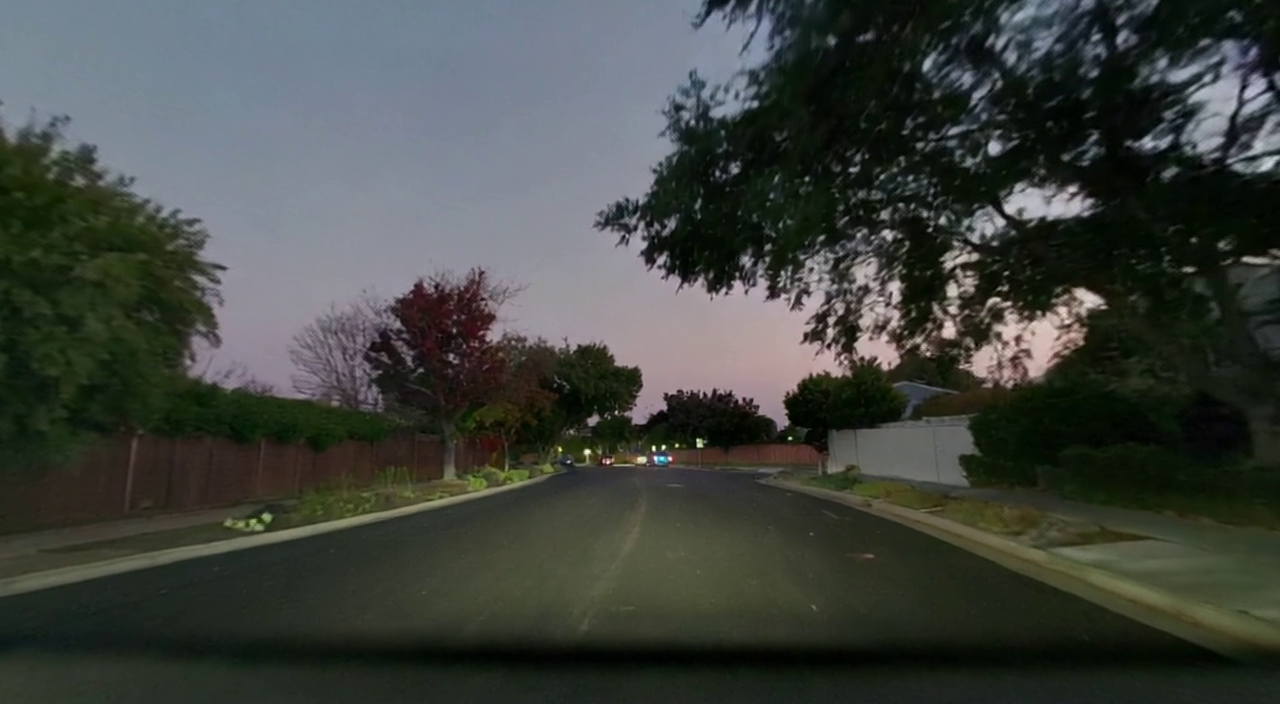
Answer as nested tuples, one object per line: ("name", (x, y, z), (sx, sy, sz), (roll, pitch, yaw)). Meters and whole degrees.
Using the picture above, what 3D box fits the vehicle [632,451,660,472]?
("vehicle", (0.421, 8.431, 48.825), (2.064, 1.477, 3.968), (0, -9, 0))
